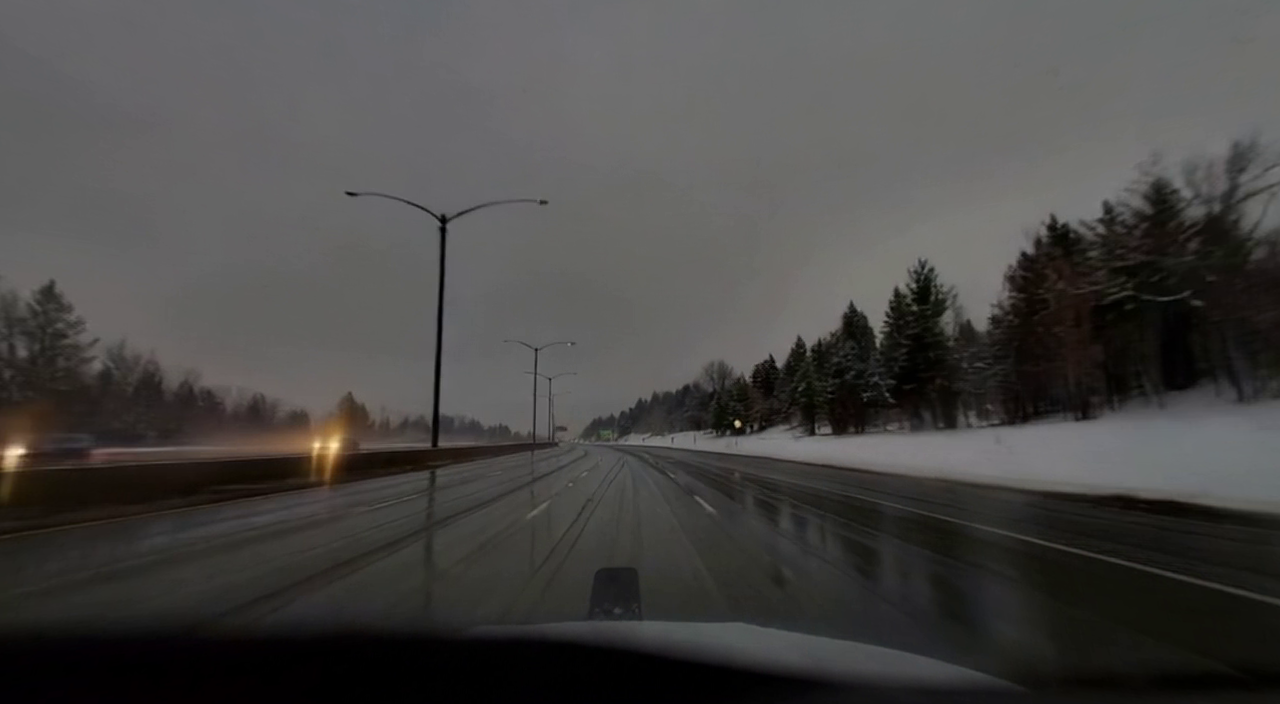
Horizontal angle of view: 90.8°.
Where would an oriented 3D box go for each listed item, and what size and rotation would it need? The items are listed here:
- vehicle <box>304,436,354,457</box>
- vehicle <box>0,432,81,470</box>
[{"bbox_3d":[-24.342,7.438,49.605,1.846,1.549,4.494,0,-8,-3],"label":"vehicle"},{"bbox_3d":[-26.957,4.191,26.807,1.872,1.534,5.182,0,-8,-2],"label":"vehicle"}]
